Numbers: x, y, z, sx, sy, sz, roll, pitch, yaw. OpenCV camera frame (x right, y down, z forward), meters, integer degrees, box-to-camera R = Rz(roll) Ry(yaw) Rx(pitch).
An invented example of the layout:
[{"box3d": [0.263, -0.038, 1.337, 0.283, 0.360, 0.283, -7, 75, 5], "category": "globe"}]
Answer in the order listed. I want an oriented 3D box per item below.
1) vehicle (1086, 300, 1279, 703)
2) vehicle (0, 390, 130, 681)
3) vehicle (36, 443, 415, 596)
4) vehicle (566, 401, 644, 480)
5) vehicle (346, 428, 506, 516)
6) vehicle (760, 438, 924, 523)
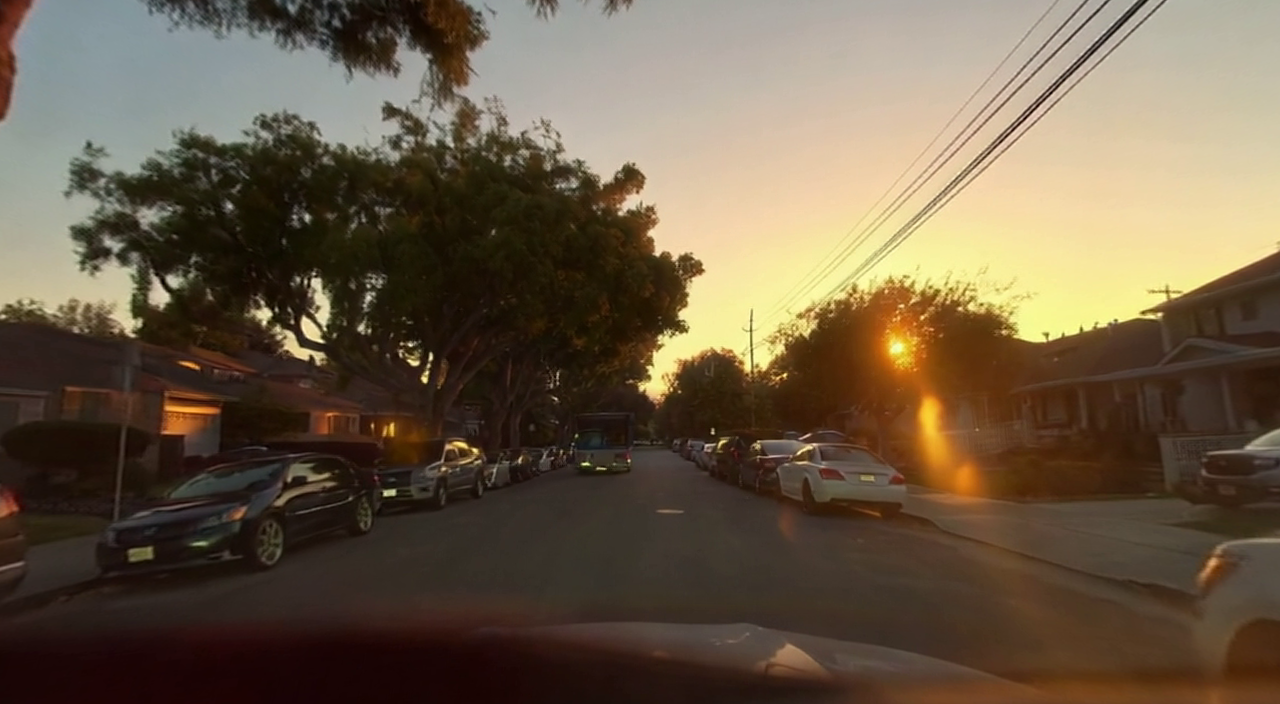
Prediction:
[{"box3d": [3.447, 0.550, 0.804, 2.182, 1.900, 4.779, 0, -8, -1], "category": "vehicle"}, {"box3d": [-5.091, 0.926, 2.413, 2.203, 1.815, 4.972, 0, -8, -2], "category": "vehicle"}, {"box3d": [-4.937, 1.995, 8.636, 1.861, 1.474, 4.749, 0, -8, 2], "category": "vehicle"}, {"box3d": [-1.267, 3.728, 26.587, 2.716, 2.887, 6.781, 0, -8, 2], "category": "vehicle"}, {"box3d": [-4.987, 2.862, 15.734, 2.002, 1.781, 5.380, 0, -8, 1], "category": "vehicle"}, {"box3d": [3.962, 2.566, 13.251, 1.813, 1.468, 4.267, 1, -8, -3], "category": "vehicle"}]
